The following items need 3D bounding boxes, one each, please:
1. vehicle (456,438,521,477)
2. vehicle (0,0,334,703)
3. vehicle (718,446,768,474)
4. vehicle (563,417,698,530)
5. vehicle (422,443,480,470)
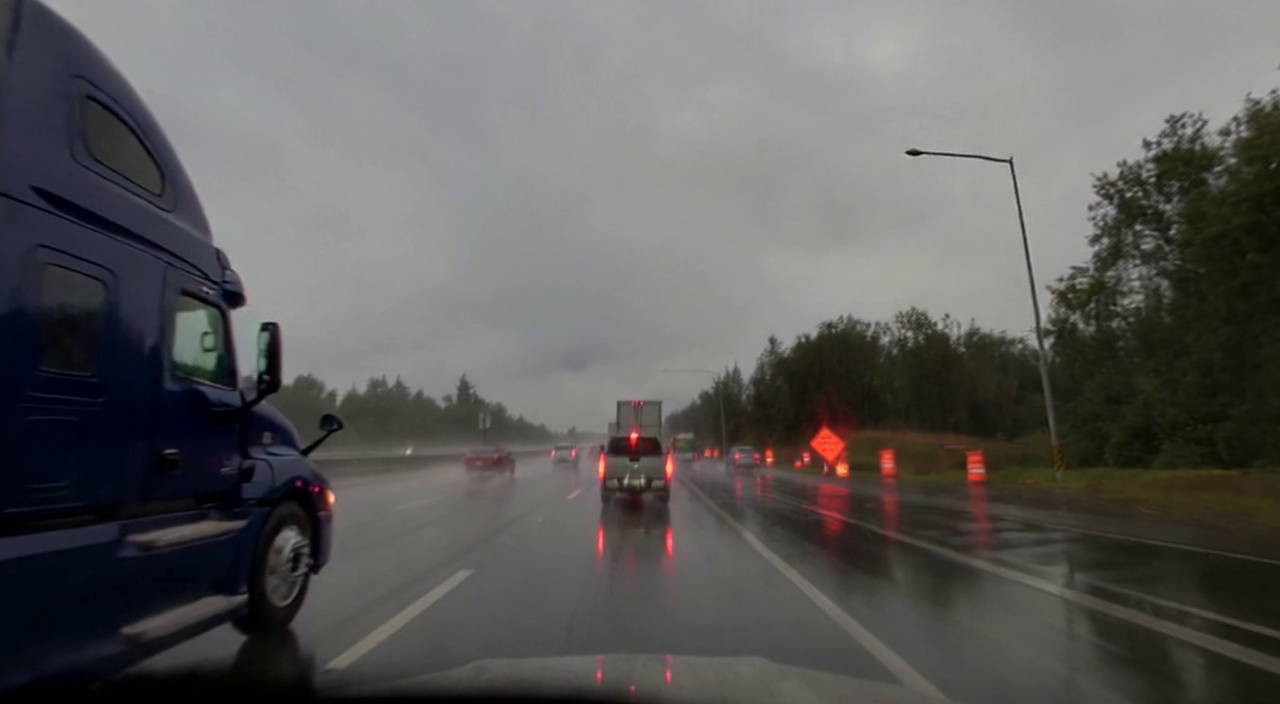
[{"bbox_3d":[-7.158,5.018,30.253,1.950,1.716,4.436,0,-9,1],"label":"vehicle"},{"bbox_3d":[-3.850,-0.280,0.292,2.990,3.885,8.243,0,-9,2],"label":"vehicle"},{"bbox_3d":[5.722,6.045,35.531,1.918,1.479,4.571,0,-9,-1],"label":"vehicle"},{"bbox_3d":[-0.152,2.243,12.089,2.152,1.779,3.924,0,-9,0],"label":"vehicle"},{"bbox_3d":[-11.181,6.223,37.605,1.985,1.496,4.583,0,-9,1],"label":"vehicle"}]
